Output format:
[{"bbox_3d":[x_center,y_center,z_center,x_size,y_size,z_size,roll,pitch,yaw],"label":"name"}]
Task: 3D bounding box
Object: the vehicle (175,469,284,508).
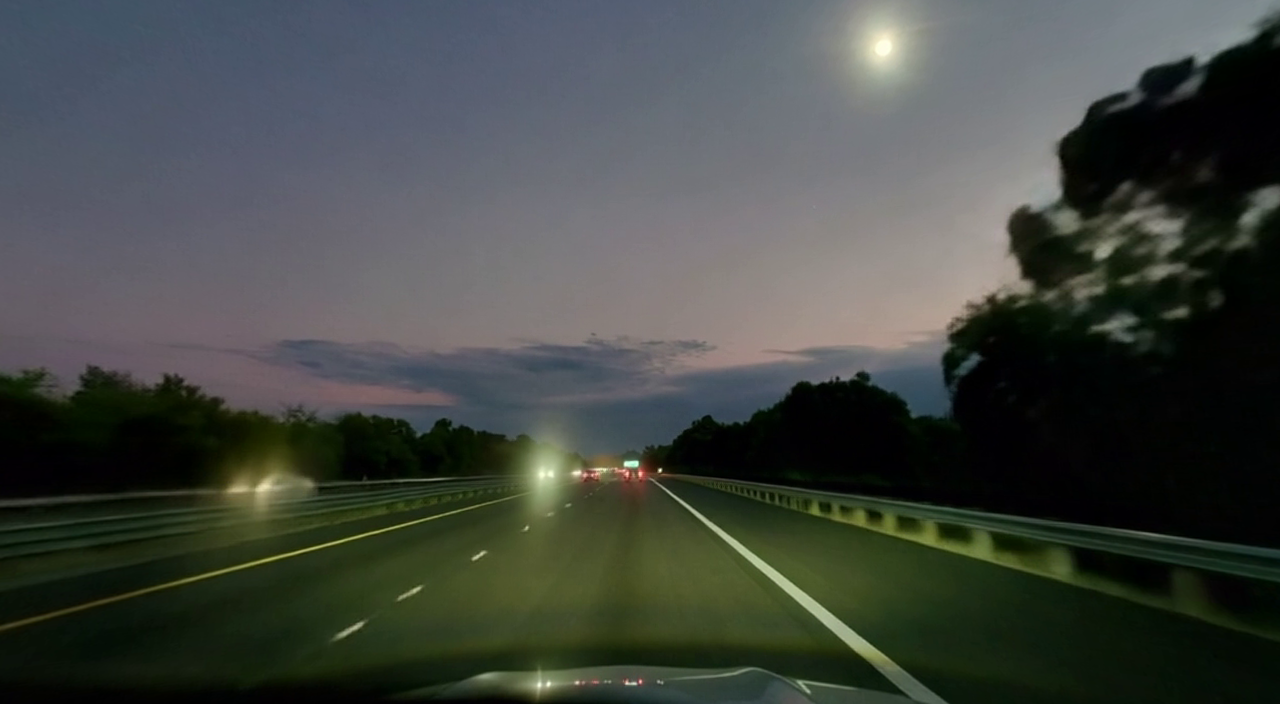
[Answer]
[{"bbox_3d":[-16.948,5.623,26.270,1.822,1.430,4.051,1,-10,-1],"label":"vehicle"}]
